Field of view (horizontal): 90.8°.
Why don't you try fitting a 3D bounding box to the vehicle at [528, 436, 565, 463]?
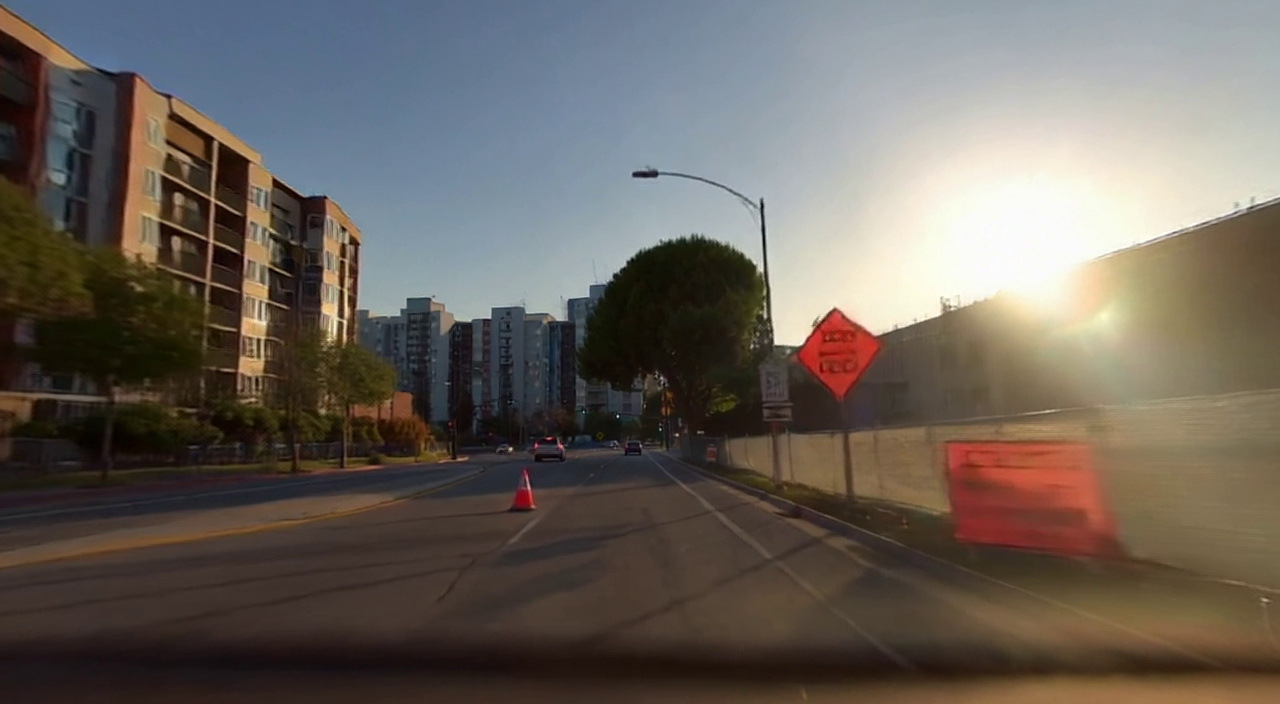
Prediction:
[{"bbox_3d":[-6.419,6.731,43.649,2.076,1.724,4.188,0,-8,-3],"label":"vehicle"}]
